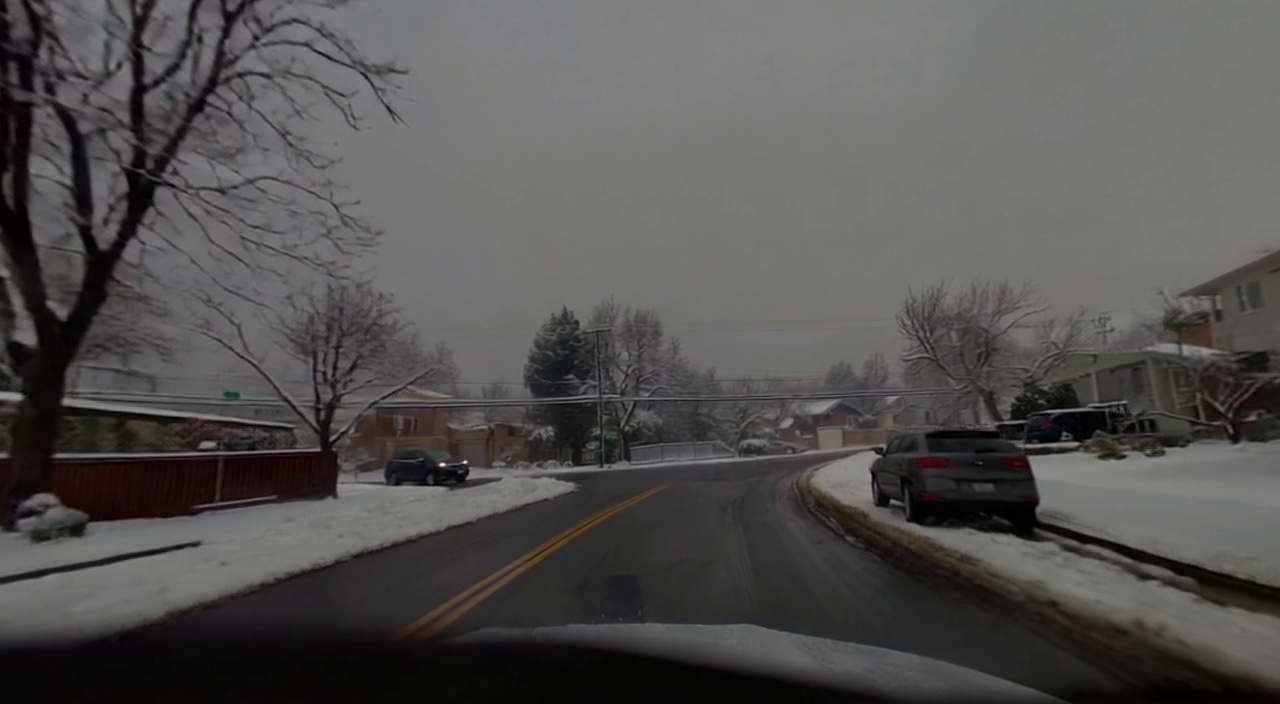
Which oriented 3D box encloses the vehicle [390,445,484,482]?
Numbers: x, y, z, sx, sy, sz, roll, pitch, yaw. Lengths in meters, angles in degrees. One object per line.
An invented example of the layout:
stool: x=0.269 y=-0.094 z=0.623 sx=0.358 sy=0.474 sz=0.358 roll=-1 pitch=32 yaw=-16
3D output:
vehicle: x=-10.084 y=5.472 z=31.304 sx=4.270 sy=1.683 sz=1.984 roll=-5 pitch=-10 yaw=29

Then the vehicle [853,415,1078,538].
vehicle: x=5.357 y=2.085 z=11.218 sx=2.105 sy=1.705 sz=4.392 roll=-1 pitch=-8 yaw=8
